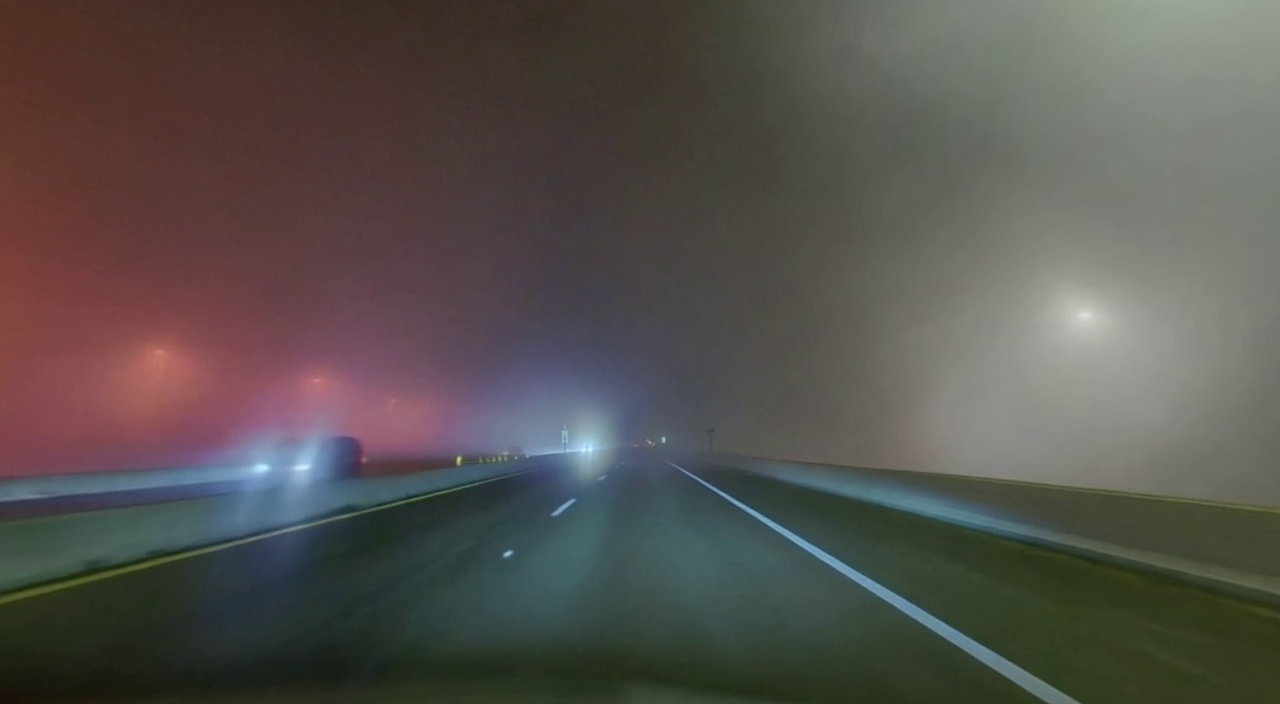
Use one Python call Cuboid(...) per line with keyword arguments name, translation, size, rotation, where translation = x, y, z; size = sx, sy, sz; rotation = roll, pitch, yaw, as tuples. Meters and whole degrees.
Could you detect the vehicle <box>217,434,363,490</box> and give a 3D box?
Cuboid(name="vehicle", translation=(-11.728, 3.698, 21.637), size=(2.044, 1.690, 5.155), rotation=(0, -8, 0))
